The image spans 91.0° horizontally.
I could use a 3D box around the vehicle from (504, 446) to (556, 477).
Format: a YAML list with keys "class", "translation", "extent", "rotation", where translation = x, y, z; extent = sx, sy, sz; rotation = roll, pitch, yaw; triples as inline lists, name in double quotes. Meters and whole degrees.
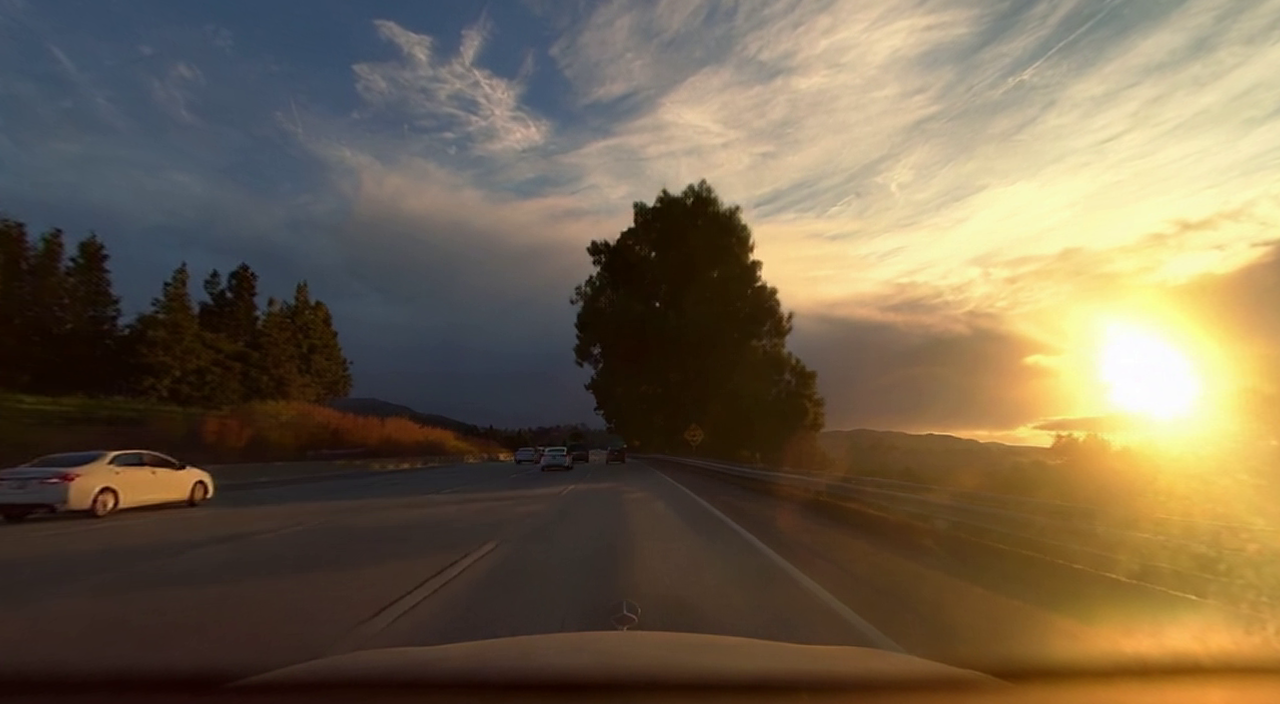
- class: "vehicle"
  translation: [-5.622, 5.642, 32.675]
  extent: [2.120, 1.458, 4.031]
  rotation: [0, -9, -2]

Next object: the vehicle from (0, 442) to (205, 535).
- class: "vehicle"
  translation: [-11.327, 2.587, 12.601]
  extent: [1.960, 1.487, 4.593]
  rotation: [0, -9, 0]
